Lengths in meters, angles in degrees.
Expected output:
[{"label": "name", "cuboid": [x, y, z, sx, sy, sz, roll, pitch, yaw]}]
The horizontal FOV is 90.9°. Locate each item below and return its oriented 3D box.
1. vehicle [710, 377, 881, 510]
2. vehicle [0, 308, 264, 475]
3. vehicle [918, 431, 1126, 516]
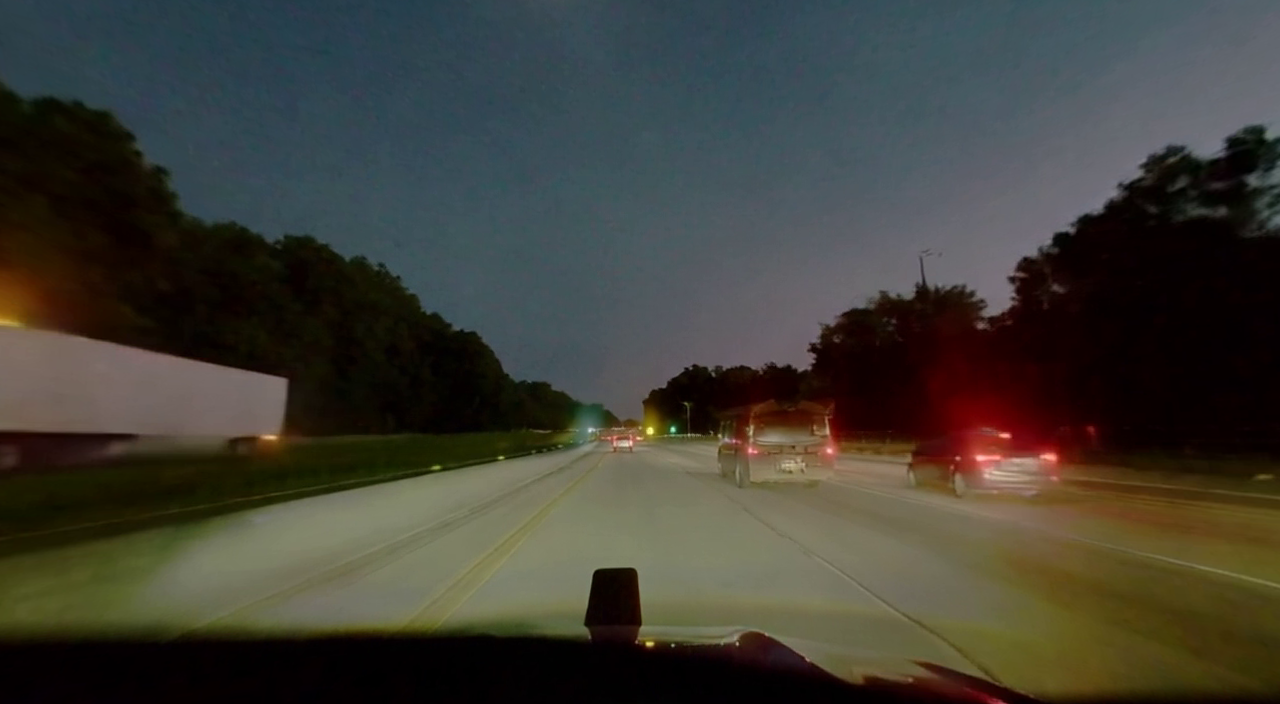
[{"label": "vehicle", "cuboid": [3.268, 2.093, 14.783, 2.436, 2.521, 5.409, 0, -8, -2]}, {"label": "vehicle", "cuboid": [-16.879, 1.533, 19.432, 2.840, 3.981, 12.912, 0, -8, -1]}, {"label": "vehicle", "cuboid": [7.558, 2.387, 13.012, 1.821, 1.468, 3.805, 0, -8, -1]}]
